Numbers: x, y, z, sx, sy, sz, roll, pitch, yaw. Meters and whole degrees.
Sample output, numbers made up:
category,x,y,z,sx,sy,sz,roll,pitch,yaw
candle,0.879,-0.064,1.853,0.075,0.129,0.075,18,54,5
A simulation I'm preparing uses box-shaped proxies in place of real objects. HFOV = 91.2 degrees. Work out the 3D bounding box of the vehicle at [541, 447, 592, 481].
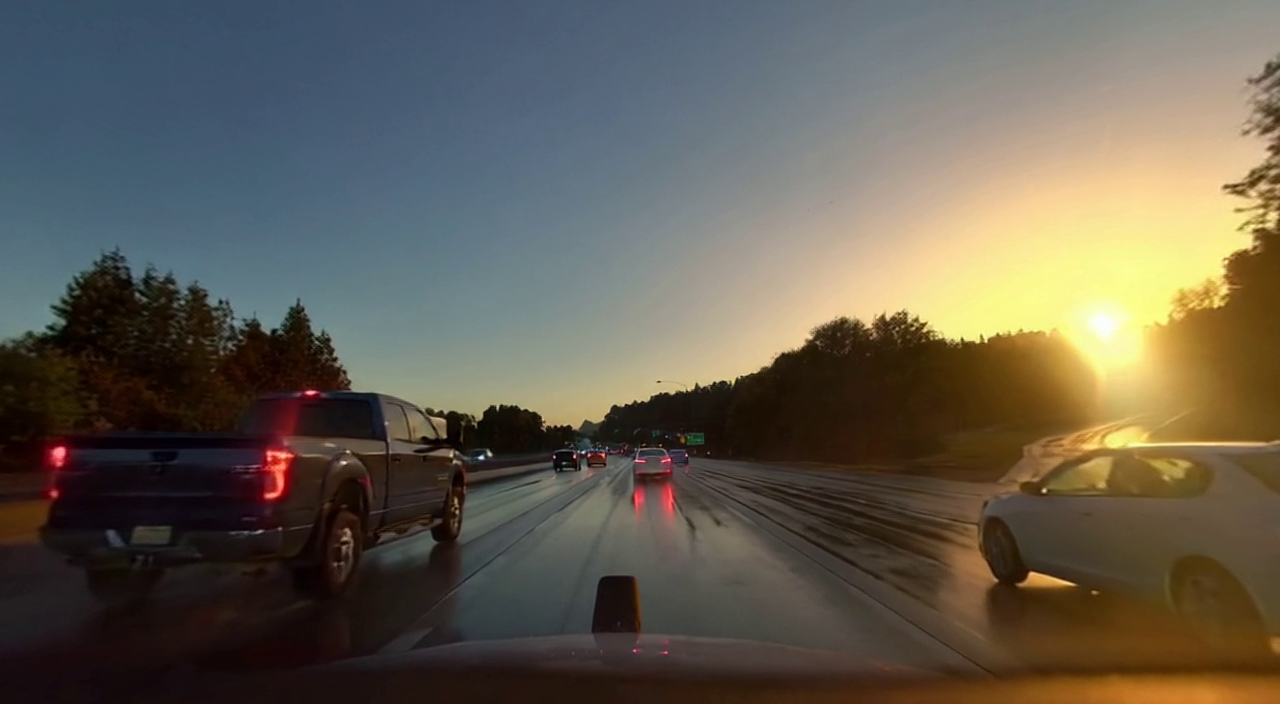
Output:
category,x,y,z,sx,sy,sz,roll,pitch,yaw
vehicle,-3.535,5.452,30.783,1.940,1.502,4.463,0,-9,0

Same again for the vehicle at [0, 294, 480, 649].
category,x,y,z,sx,sy,sz,roll,pitch,yaw
vehicle,-3.951,1.255,7.397,2.523,2.458,6.022,0,-9,0

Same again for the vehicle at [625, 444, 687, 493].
category,x,y,z,sx,sy,sz,roll,pitch,yaw
vehicle,0.492,4.095,22.339,2.015,1.526,4.286,0,-9,-1

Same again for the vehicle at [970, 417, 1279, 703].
category,x,y,z,sx,sy,sz,roll,pitch,yaw
vehicle,4.331,1.242,4.242,1.961,1.491,4.035,0,-9,0
